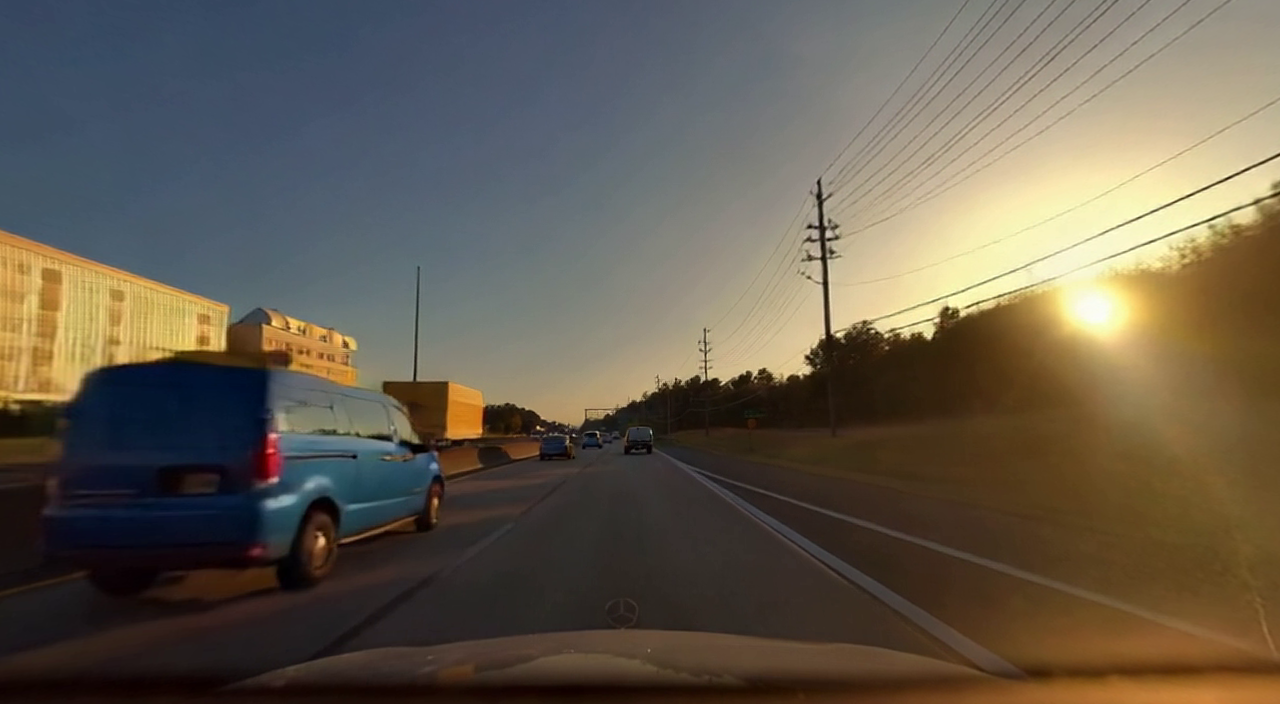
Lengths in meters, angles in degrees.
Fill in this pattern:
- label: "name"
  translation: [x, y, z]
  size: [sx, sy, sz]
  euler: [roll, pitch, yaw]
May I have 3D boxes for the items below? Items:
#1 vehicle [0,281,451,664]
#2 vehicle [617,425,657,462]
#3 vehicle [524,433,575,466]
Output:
- label: "vehicle"
  translation: [-4.144, 1.109, 6.882]
  size: [2.388, 2.410, 5.787]
  euler: [0, -8, -1]
- label: "vehicle"
  translation: [-0.196, 5.342, 36.913]
  size: [2.213, 1.997, 4.456]
  euler: [0, -8, -1]
- label: "vehicle"
  translation: [-4.588, 4.970, 32.394]
  size: [2.058, 1.557, 4.125]
  euler: [0, -8, 0]
